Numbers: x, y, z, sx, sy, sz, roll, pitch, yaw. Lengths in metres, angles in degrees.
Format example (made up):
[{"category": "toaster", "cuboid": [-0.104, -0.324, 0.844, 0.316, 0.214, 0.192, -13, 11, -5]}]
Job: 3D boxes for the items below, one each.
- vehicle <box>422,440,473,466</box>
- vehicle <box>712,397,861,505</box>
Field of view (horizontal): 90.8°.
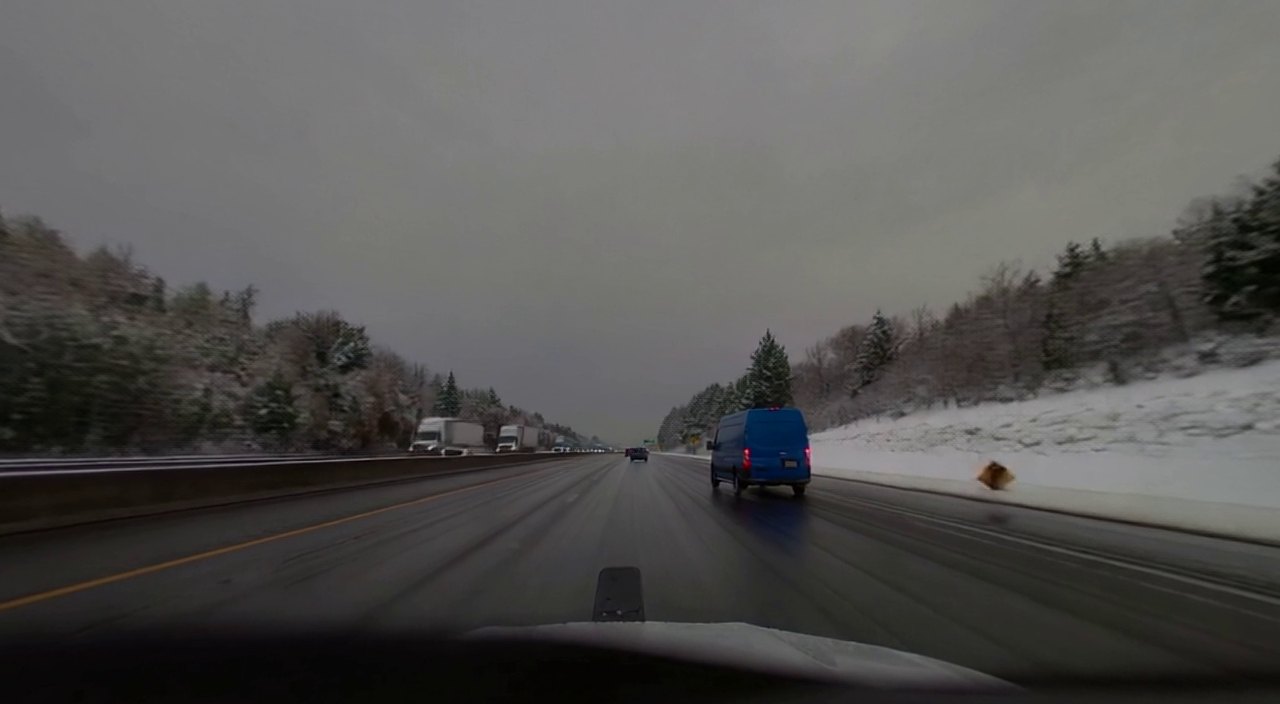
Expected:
[{"category": "vehicle", "cuboid": [-12.160, 6.418, 40.175, 1.838, 1.498, 4.378, 0, -9, 1]}, {"category": "vehicle", "cuboid": [3.844, 2.845, 18.286, 2.552, 2.524, 6.630, 0, -9, -1]}]
